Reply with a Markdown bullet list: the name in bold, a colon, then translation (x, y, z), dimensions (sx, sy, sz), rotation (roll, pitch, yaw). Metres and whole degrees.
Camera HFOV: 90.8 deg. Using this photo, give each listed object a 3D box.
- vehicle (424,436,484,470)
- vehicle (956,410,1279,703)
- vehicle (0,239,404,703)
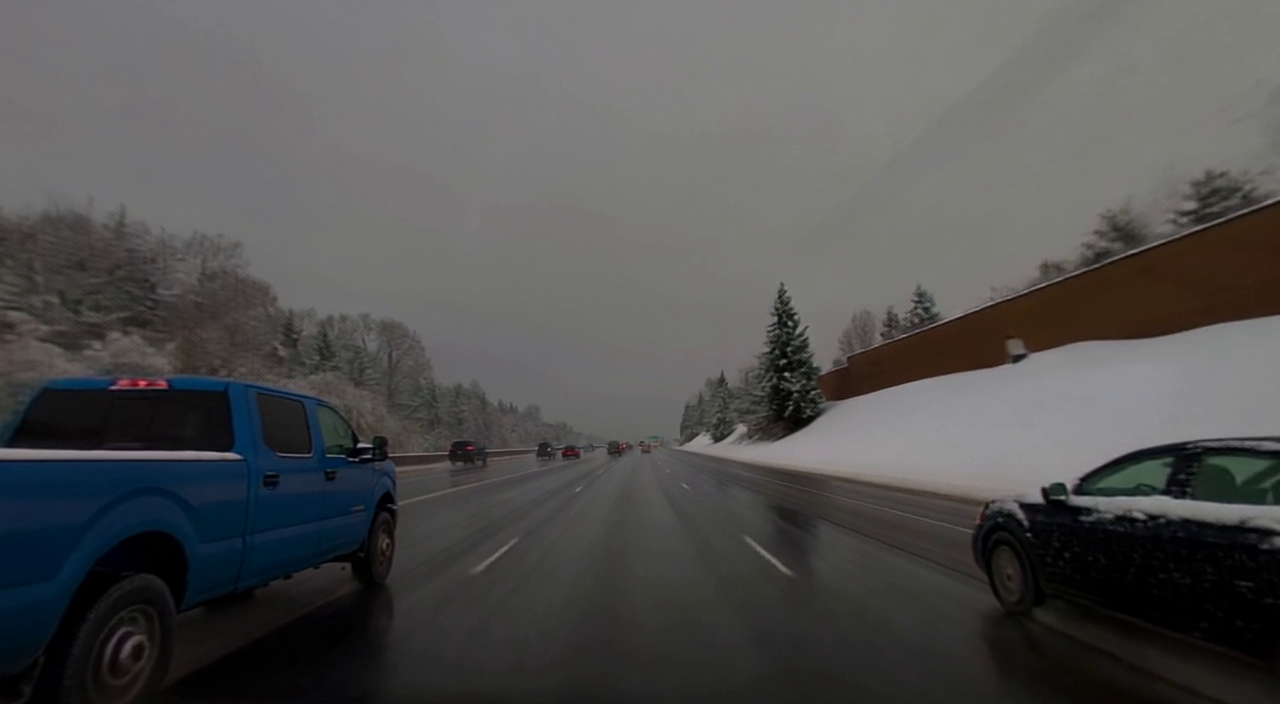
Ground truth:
- **vehicle**: translation (-10.992, 6.012, 37.734), dimensions (2.012, 1.875, 4.895), rotation (0, -9, 1)
- **vehicle**: translation (3.995, 1.120, 3.461), dimensions (2.047, 1.524, 4.619), rotation (0, -9, -1)
- **vehicle**: translation (-3.668, 0.776, 3.320), dimensions (2.483, 2.100, 6.208), rotation (0, -9, 0)
